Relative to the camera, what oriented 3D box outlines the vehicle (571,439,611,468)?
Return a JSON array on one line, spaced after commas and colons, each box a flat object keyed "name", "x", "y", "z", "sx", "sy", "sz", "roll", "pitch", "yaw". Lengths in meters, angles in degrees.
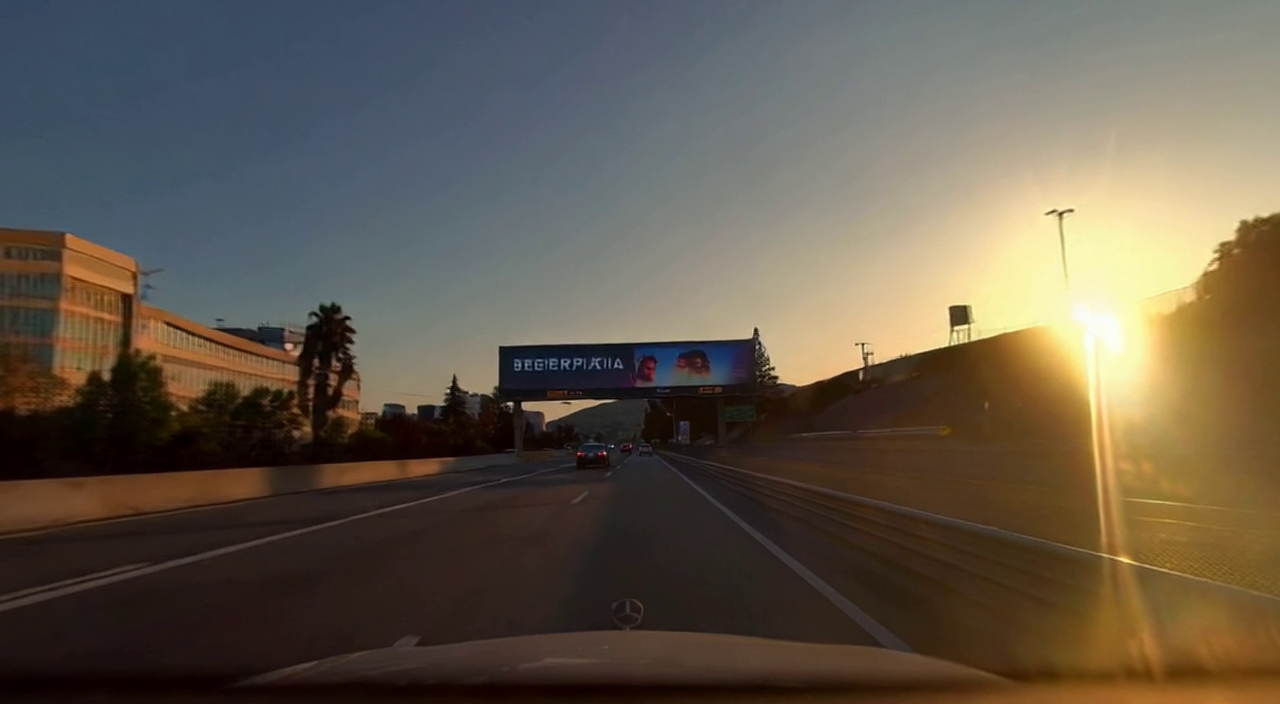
[{"name": "vehicle", "x": -3.242, "y": 6.871, "z": 42.838, "sx": 2.159, "sy": 1.793, "sz": 5.027, "roll": -1, "pitch": -9, "yaw": 1}]
